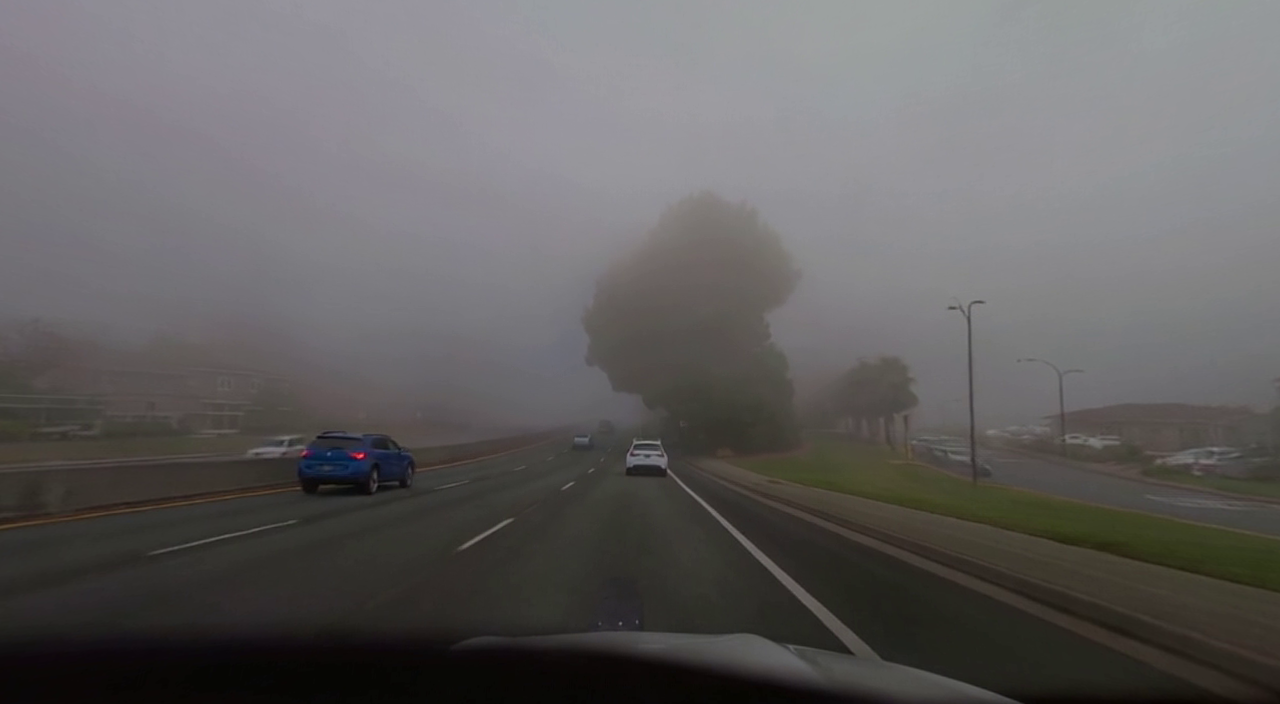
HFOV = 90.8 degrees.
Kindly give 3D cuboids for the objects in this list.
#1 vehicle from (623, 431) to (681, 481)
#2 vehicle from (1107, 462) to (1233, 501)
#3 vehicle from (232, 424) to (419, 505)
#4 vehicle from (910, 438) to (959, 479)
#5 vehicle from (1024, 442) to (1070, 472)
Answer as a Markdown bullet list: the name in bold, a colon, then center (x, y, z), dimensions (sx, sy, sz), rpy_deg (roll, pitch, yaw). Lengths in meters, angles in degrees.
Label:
- **vehicle**: center (0.459, 4.171, 25.535), dimensions (2.125, 1.830, 4.370), rpy_deg (0, -8, 0)
- **vehicle**: center (25.797, 6.276, 30.990), dimensions (1.862, 1.481, 4.503), rpy_deg (0, -7, -9)
- **vehicle**: center (-7.472, 2.726, 15.776), dimensions (1.997, 1.650, 5.090), rpy_deg (0, -8, 1)
- **vehicle**: center (18.102, 6.489, 39.029), dimensions (1.849, 1.958, 4.453), rpy_deg (-2, -3, 14)
- **vehicle**: center (29.332, 7.535, 45.640), dimensions (2.059, 1.942, 4.496), rpy_deg (-5, -9, 25)
